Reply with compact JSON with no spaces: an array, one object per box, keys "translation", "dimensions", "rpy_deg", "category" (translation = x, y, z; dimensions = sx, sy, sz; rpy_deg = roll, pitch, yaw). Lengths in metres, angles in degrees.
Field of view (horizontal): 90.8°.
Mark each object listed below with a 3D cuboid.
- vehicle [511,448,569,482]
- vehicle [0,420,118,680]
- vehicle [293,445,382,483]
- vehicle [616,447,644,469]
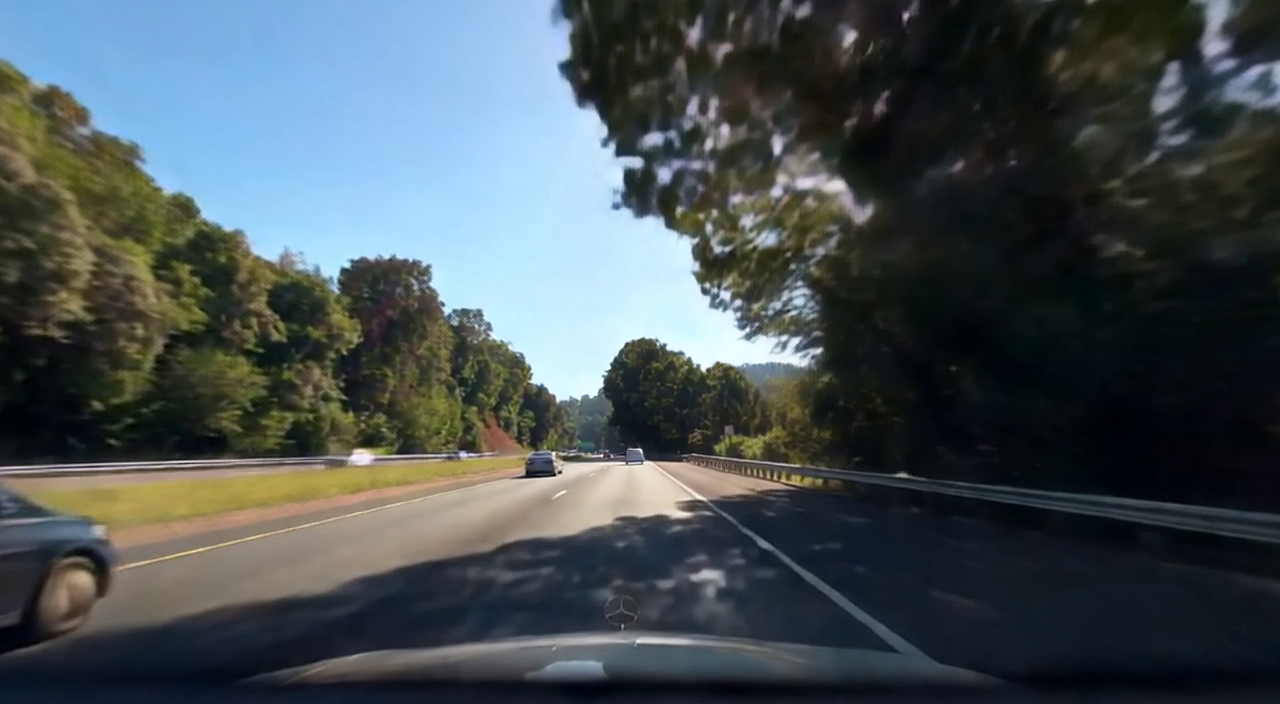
[{"translation":[-4.706,5.360,30.260],"dimensions":[2.052,1.468,4.390],"rpy_deg":[0,-9,0],"category":"vehicle"},{"translation":[-4.687,0.955,2.305],"dimensions":[1.838,1.508,4.317],"rpy_deg":[0,-9,0],"category":"vehicle"},{"translation":[-13.071,4.857,27.595],"dimensions":[1.741,1.507,4.346],"rpy_deg":[0,-9,0],"category":"vehicle"},{"translation":[-0.820,8.215,48.859],"dimensions":[2.070,1.603,4.806],"rpy_deg":[0,-9,-2],"category":"vehicle"}]
